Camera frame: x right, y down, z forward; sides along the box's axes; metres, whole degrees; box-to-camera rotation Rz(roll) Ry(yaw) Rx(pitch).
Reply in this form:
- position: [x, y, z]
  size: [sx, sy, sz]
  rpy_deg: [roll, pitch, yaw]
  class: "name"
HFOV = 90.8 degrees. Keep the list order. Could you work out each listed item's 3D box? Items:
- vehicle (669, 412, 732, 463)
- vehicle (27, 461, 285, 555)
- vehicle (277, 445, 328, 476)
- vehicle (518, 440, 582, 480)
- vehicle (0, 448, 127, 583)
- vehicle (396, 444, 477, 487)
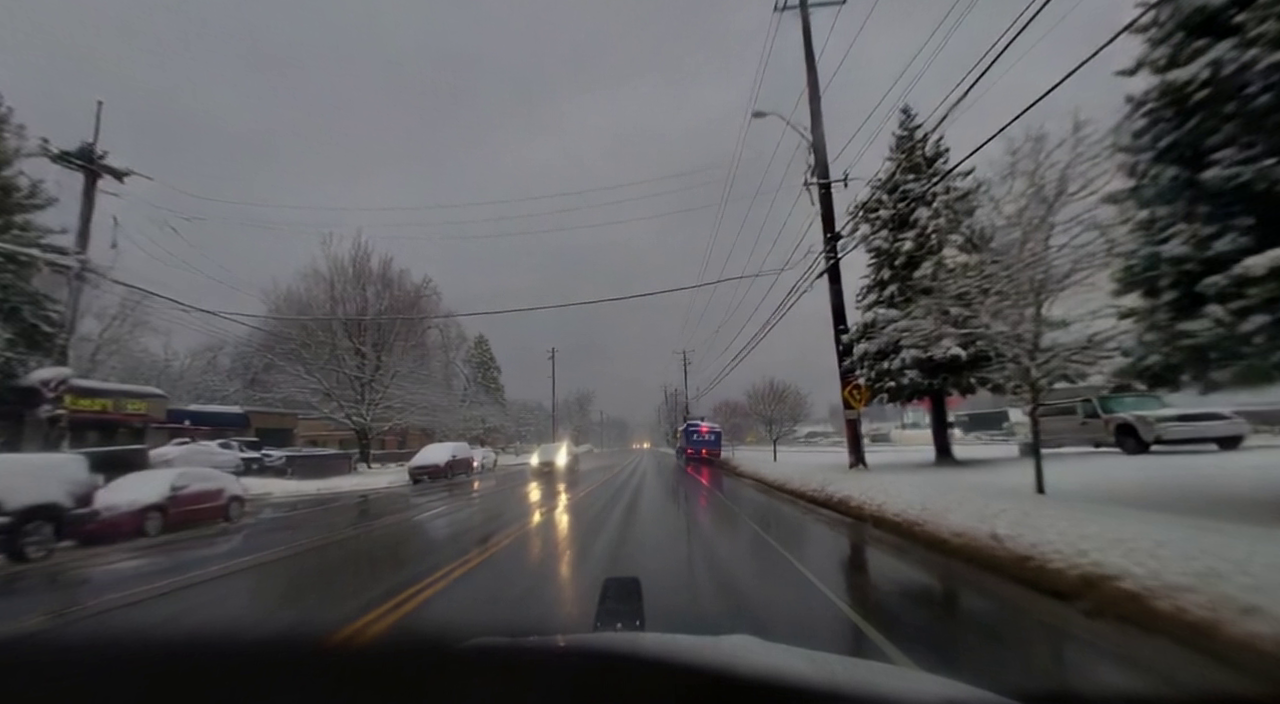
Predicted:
- position: [3.973, 5.985, 43.834]
  size: [3.168, 3.106, 9.350]
  rpy_deg: [0, -8, -1]
  class: "vehicle"
- position: [-9.425, 3.010, 12.889]
  size: [1.768, 1.454, 4.340]
  rpy_deg: [0, -8, 1]
  class: "vehicle"
- position: [-19.429, 6.221, 36.543]
  size: [1.980, 1.669, 5.543]
  rpy_deg: [3, -9, -22]
  class: "vehicle"
- position: [-3.716, 4.525, 26.731]
  size: [2.042, 1.530, 3.980]
  rpy_deg: [0, -8, 1]
  class: "vehicle"
- position: [-9.635, 2.116, 7.934]
  size: [2.059, 1.783, 5.024]
  rpy_deg: [0, -8, 1]
  class: "vehicle"
- position: [-8.982, 5.013, 28.377]
  size: [1.938, 1.756, 4.686]
  rpy_deg: [0, -8, 2]
  class: "vehicle"
